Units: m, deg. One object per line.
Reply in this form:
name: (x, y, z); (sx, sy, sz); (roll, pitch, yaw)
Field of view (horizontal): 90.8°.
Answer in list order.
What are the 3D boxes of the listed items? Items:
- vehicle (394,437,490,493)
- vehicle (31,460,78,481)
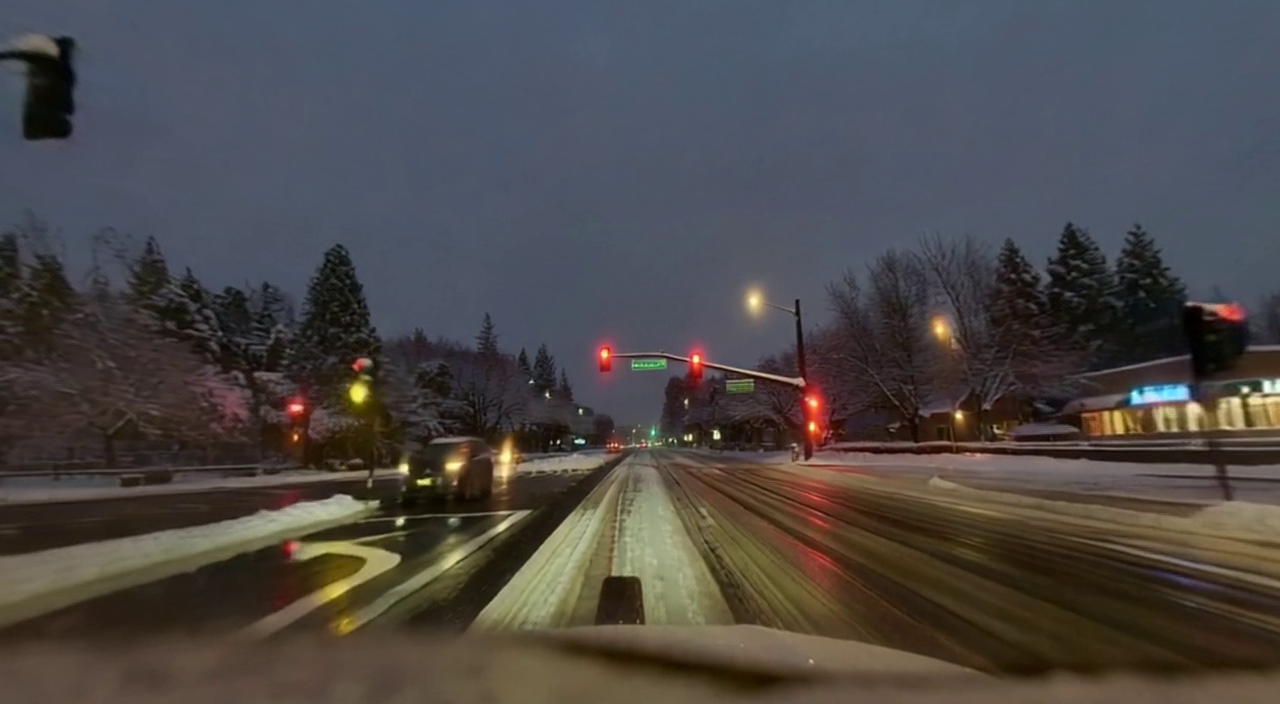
vehicle: (-6.642, 3.671, 20.936); (1.990, 1.639, 3.885); (5, -10, -33)
vehicle: (-46.170, 9.365, 49.914); (1.825, 1.489, 4.695); (3, -11, -32)
